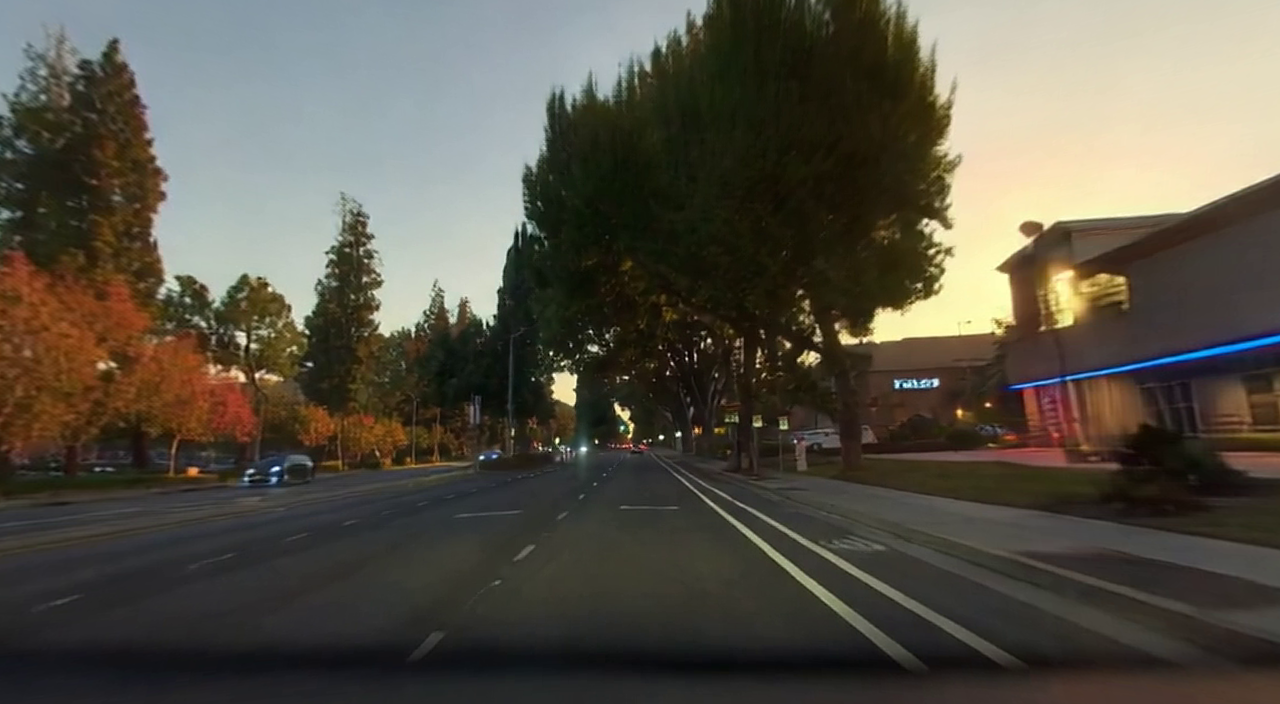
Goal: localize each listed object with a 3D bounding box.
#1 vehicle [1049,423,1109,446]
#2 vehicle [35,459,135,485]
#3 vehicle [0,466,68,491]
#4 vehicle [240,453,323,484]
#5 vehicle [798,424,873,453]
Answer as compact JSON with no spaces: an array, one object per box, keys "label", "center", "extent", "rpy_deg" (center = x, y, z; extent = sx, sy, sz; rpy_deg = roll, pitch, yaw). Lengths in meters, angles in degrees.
[{"label":"vehicle","center":[32.956,6.240,47.596],"extent":[1.780,1.456,4.390],"rpy_deg":[-6,-10,8]},{"label":"vehicle","center":[-37.090,8.003,42.293],"extent":[4.772,1.580,2.040],"rpy_deg":[0,-8,2]},{"label":"vehicle","center":[-36.483,7.512,37.465],"extent":[3.395,1.354,1.608],"rpy_deg":[0,-8,-4]},{"label":"vehicle","center":[-19.118,6.217,33.936],"extent":[1.825,1.457,4.454],"rpy_deg":[0,-8,0]},{"label":"vehicle","center":[13.637,6.040,44.197],"extent":[4.514,1.929,1.991],"rpy_deg":[0,-8,-4]}]
